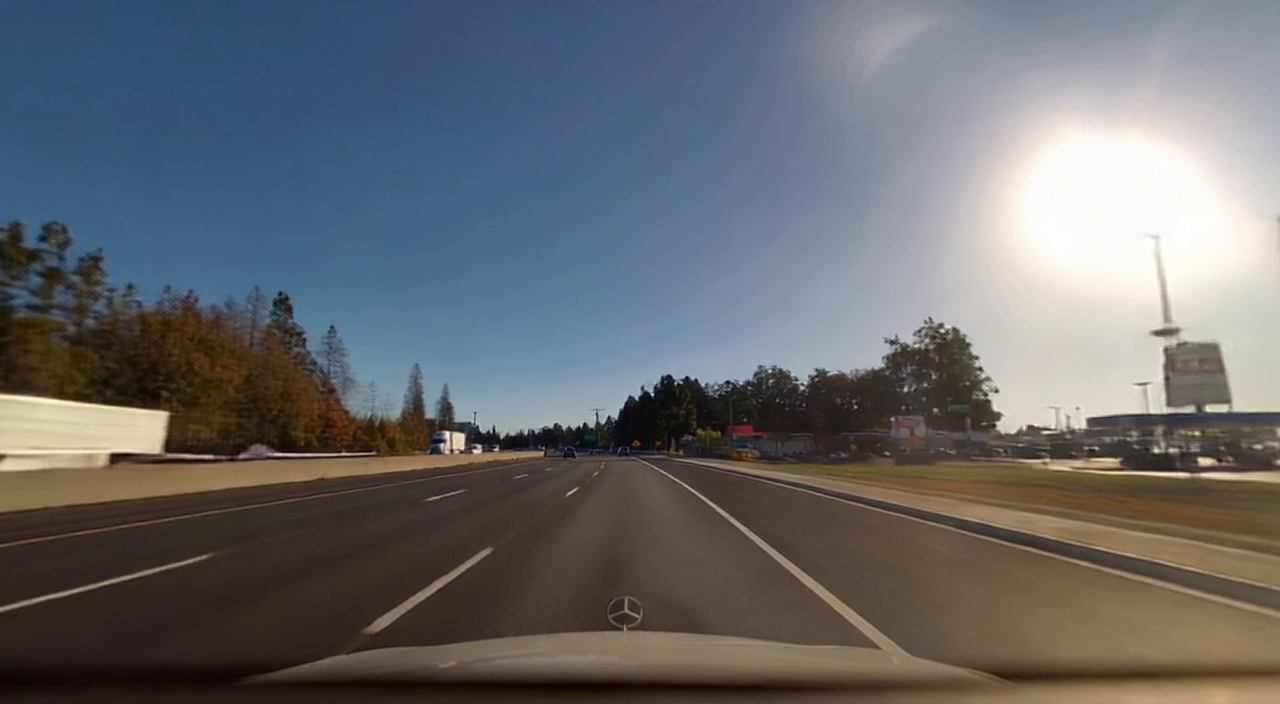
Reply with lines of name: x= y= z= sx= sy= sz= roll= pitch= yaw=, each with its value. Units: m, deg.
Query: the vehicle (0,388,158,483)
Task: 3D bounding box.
vehicle: x=-29.928 y=3.912 z=29.455 sx=2.902 sy=4.207 sz=15.681 roll=1 pitch=-8 yaw=-2

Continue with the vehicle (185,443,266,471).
vehicle: x=-26.820 y=6.794 z=41.039 sx=1.933 sy=1.714 sz=5.121 roll=0 pitch=-8 yaw=-2
